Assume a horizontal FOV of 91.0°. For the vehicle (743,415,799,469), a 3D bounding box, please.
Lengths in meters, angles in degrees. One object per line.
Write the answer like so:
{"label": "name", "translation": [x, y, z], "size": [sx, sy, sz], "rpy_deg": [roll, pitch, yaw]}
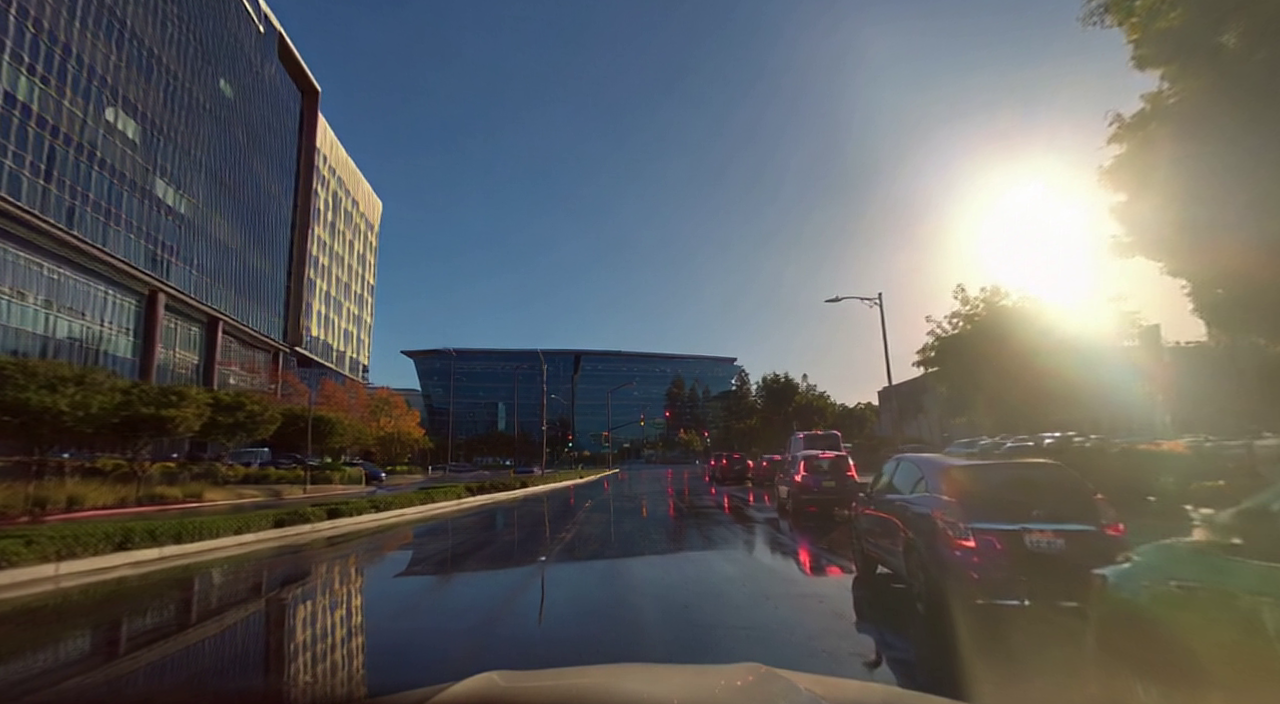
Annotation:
{"label": "vehicle", "translation": [9.883, 7.064, 49.120], "size": [3.128, 3.616, 13.736], "rpy_deg": [-1, -9, 7]}

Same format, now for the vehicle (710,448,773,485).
{"label": "vehicle", "translation": [4.607, 5.262, 29.247], "size": [2.183, 1.553, 3.923], "rpy_deg": [0, -9, -1]}

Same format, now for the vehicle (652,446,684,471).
{"label": "vehicle", "translation": [2.126, 7.843, 46.594], "size": [2.121, 1.728, 4.161], "rpy_deg": [-1, -9, 6]}

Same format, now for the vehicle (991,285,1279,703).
{"label": "vehicle", "translation": [2.491, 0.571, 0.670], "size": [2.092, 1.703, 4.870], "rpy_deg": [-1, -9, 9]}

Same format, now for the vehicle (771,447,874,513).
{"label": "vehicle", "translation": [5.058, 3.551, 18.178], "size": [2.089, 1.609, 4.922], "rpy_deg": [-1, -9, 7]}
